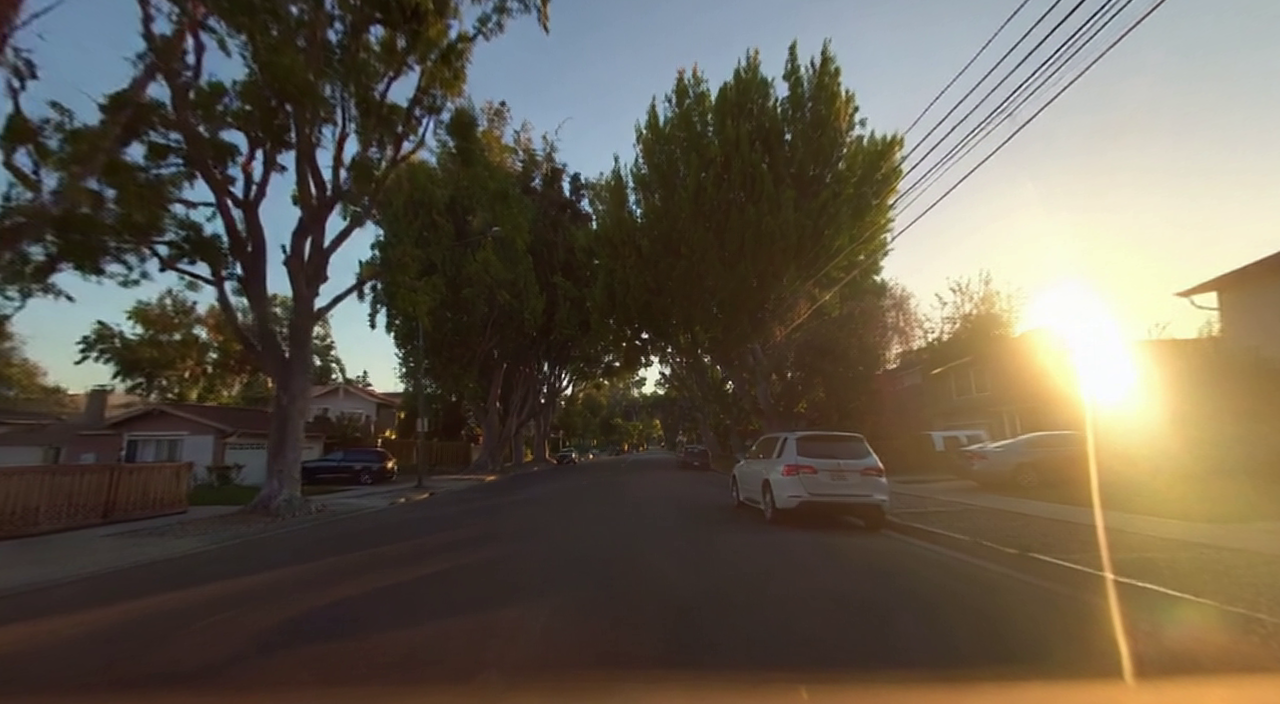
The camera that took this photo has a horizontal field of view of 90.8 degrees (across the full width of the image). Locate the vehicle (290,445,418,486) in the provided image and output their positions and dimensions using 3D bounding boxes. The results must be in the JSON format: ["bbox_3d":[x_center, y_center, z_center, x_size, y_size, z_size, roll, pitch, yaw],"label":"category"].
[{"bbox_3d":[-13.146,5.241,29.260,4.928,1.797,1.981,0,-8,2],"label":"vehicle"}]

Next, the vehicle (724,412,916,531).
[{"bbox_3d":[3.202,2.277,12.632,2.241,1.875,5.059,0,-8,-1],"label":"vehicle"}]

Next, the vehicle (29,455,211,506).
[{"bbox_3d":[-16.176,3.980,19.765,4.276,1.463,1.832,-1,-8,7],"label":"vehicle"}]

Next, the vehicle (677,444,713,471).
[{"bbox_3d":[3.410,6.621,39.949,2.016,1.567,4.228,0,-8,2],"label":"vehicle"}]

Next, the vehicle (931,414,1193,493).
[{"bbox_3d":[10.473,2.611,16.170,5.041,1.486,1.969,-7,-10,13],"label":"vehicle"}]
